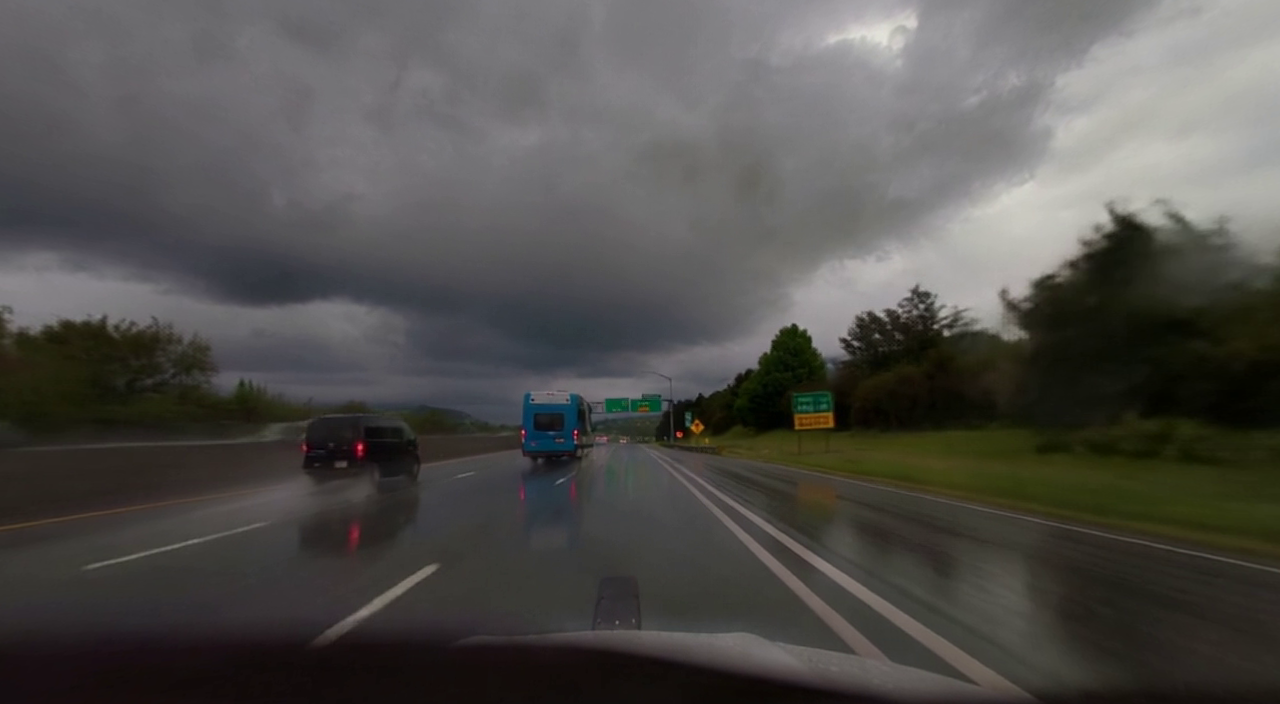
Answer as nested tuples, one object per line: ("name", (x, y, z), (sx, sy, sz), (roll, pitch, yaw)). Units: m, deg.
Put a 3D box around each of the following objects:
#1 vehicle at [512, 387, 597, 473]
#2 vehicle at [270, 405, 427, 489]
("vehicle", (-3.544, 3.470, 27.921), (2.676, 3.269, 7.388), (0, -7, 0))
("vehicle", (-7.283, 2.410, 16.328), (2.045, 1.873, 4.202), (0, -7, 0))
